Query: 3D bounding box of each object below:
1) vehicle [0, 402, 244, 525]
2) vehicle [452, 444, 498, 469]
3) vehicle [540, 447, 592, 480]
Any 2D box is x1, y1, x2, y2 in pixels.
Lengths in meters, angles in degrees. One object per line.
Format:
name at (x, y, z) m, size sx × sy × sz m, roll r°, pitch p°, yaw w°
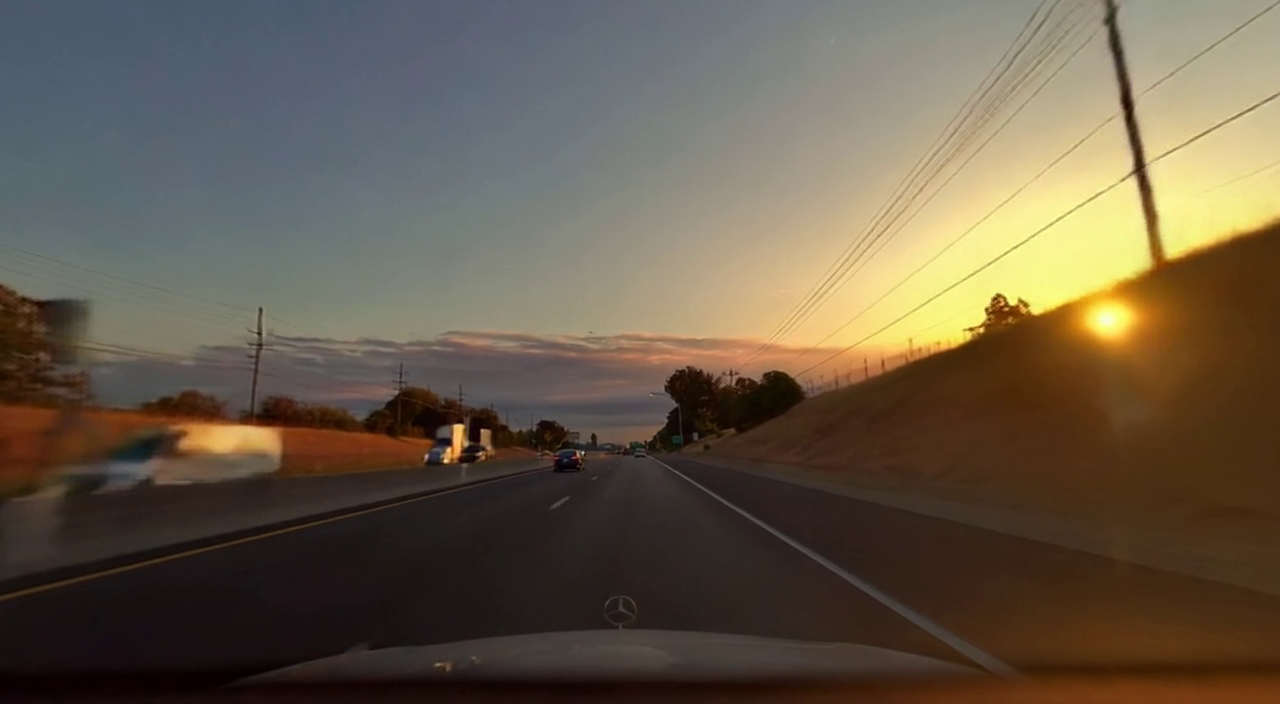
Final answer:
vehicle at (-13.582, 2.797, 16.169) m, size 2.240 × 2.488 × 6.830 m, roll 0°, pitch -9°, yaw 0°
vehicle at (-12.421, 7.896, 47.495) m, size 2.144 × 1.816 × 4.673 m, roll 0°, pitch -9°, yaw 0°
vehicle at (-3.650, 5.632, 31.830) m, size 2.123 × 1.545 × 4.404 m, roll 0°, pitch -9°, yaw 0°
